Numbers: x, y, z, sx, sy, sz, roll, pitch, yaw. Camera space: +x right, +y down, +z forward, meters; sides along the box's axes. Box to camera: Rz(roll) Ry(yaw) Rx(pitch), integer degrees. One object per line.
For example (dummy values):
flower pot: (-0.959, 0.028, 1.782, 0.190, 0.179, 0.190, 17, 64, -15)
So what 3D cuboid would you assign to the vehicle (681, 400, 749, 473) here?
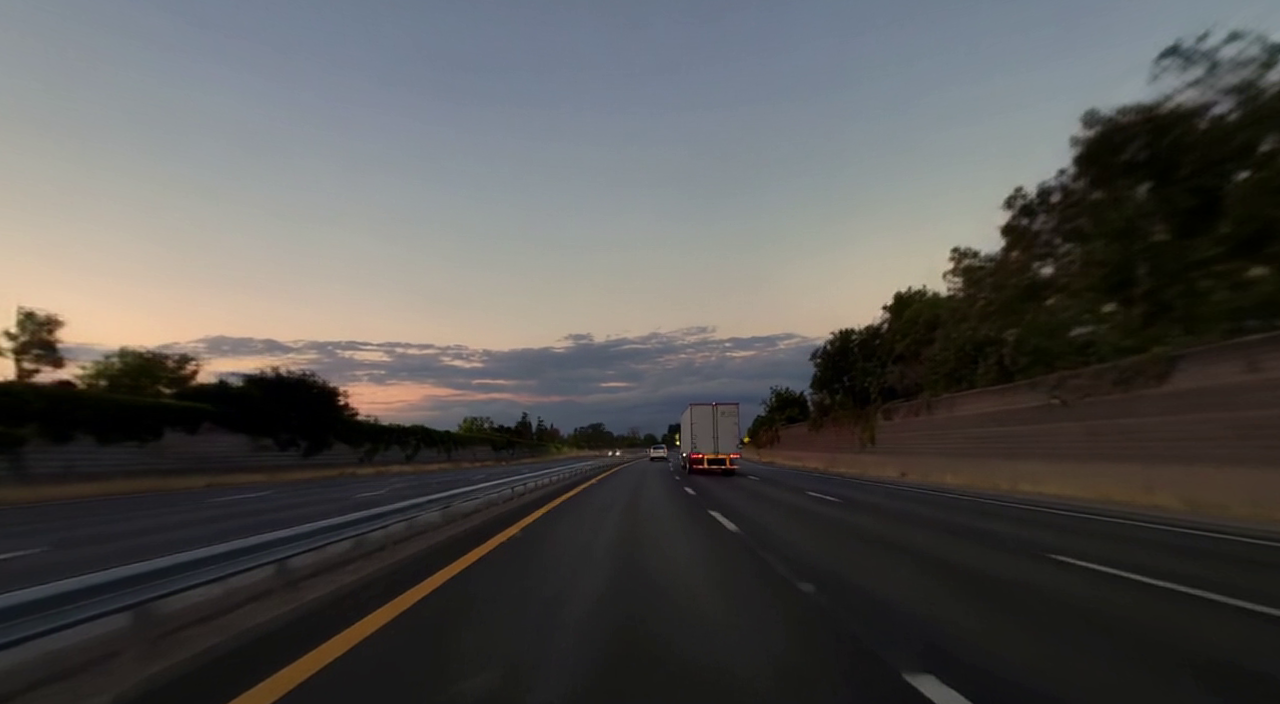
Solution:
vehicle: (4.514, 5.602, 40.951, 2.965, 4.028, 12.529, 0, -9, 0)
